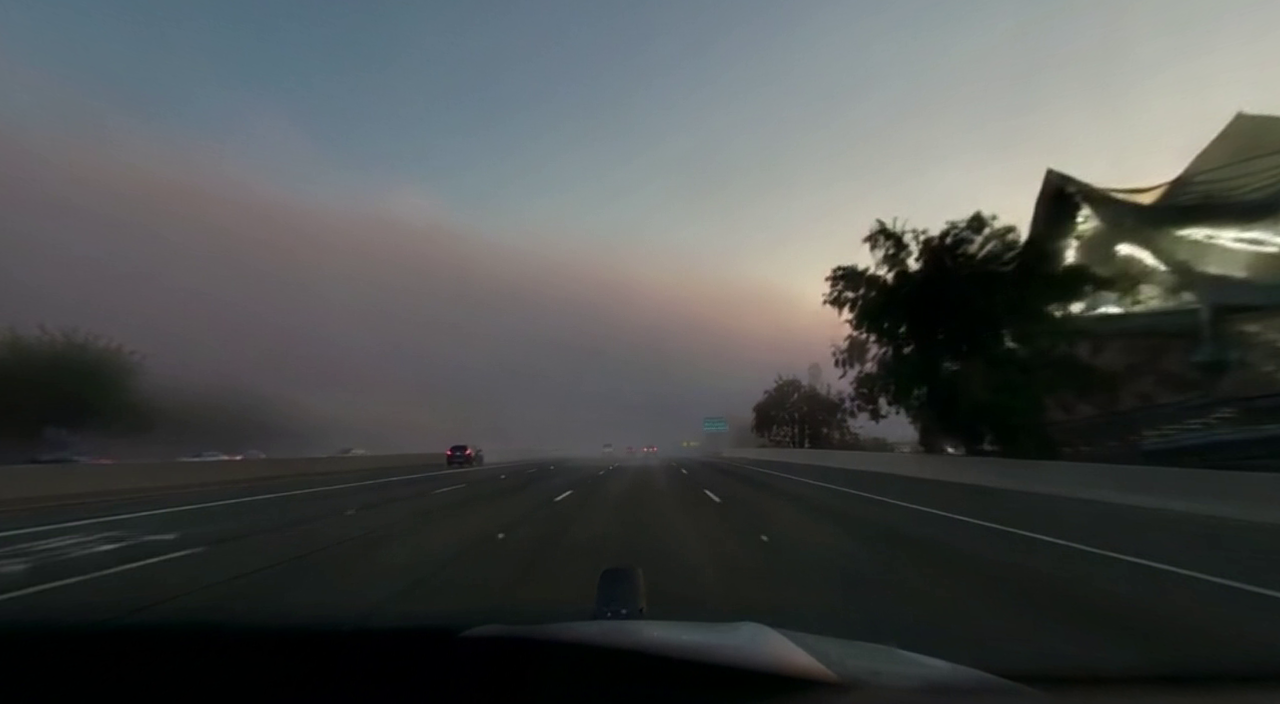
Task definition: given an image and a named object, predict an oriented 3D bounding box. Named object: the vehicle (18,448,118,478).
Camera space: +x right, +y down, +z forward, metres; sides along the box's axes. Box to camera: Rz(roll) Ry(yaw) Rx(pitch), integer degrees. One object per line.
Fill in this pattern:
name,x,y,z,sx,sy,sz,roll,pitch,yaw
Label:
vehicle,-33.746,6.524,37.385,1.977,1.582,4.243,-1,-8,-1
